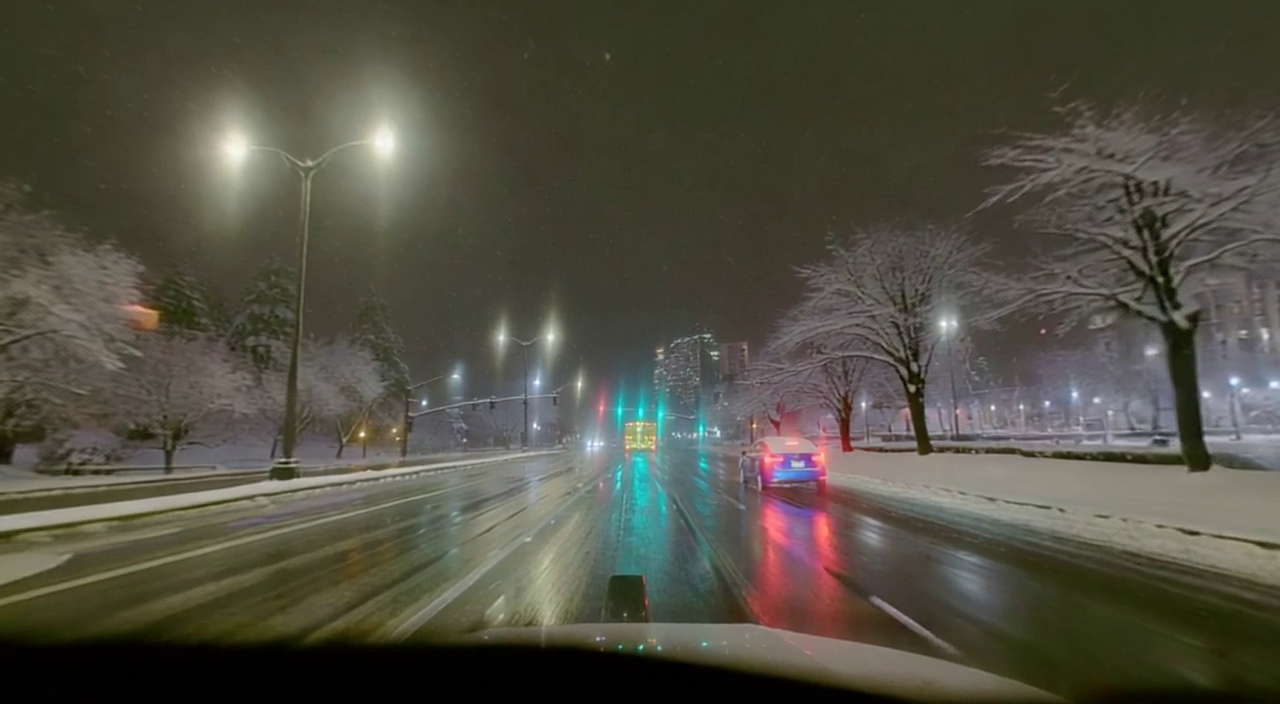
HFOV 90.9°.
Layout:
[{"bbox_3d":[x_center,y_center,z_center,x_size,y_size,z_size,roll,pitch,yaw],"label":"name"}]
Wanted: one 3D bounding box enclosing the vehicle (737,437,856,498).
[{"bbox_3d":[4.100,3.111,17.444,2.005,1.442,4.675,0,-8,-1],"label":"vehicle"}]
